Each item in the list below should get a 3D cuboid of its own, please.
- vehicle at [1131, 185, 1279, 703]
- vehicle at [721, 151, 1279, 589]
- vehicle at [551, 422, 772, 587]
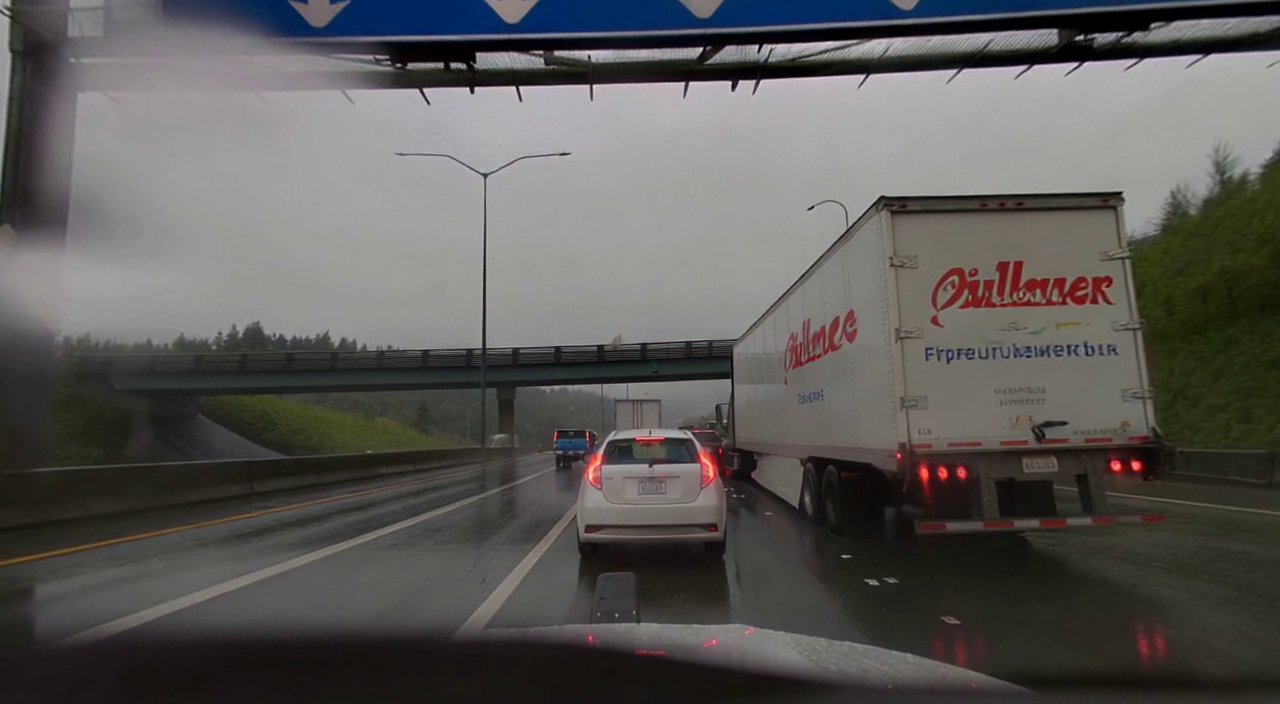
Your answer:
[{"bbox_3d":[4.731,0.111,0.640,2.892,2.615,6.650,0,-8,-2],"label":"vehicle"},{"bbox_3d":[4.193,1.062,12.938,2.827,4.081,14.305,0,-8,-1],"label":"vehicle"},{"bbox_3d":[0.183,1.674,7.697,2.045,1.490,3.597,-1,-8,0],"label":"vehicle"}]
